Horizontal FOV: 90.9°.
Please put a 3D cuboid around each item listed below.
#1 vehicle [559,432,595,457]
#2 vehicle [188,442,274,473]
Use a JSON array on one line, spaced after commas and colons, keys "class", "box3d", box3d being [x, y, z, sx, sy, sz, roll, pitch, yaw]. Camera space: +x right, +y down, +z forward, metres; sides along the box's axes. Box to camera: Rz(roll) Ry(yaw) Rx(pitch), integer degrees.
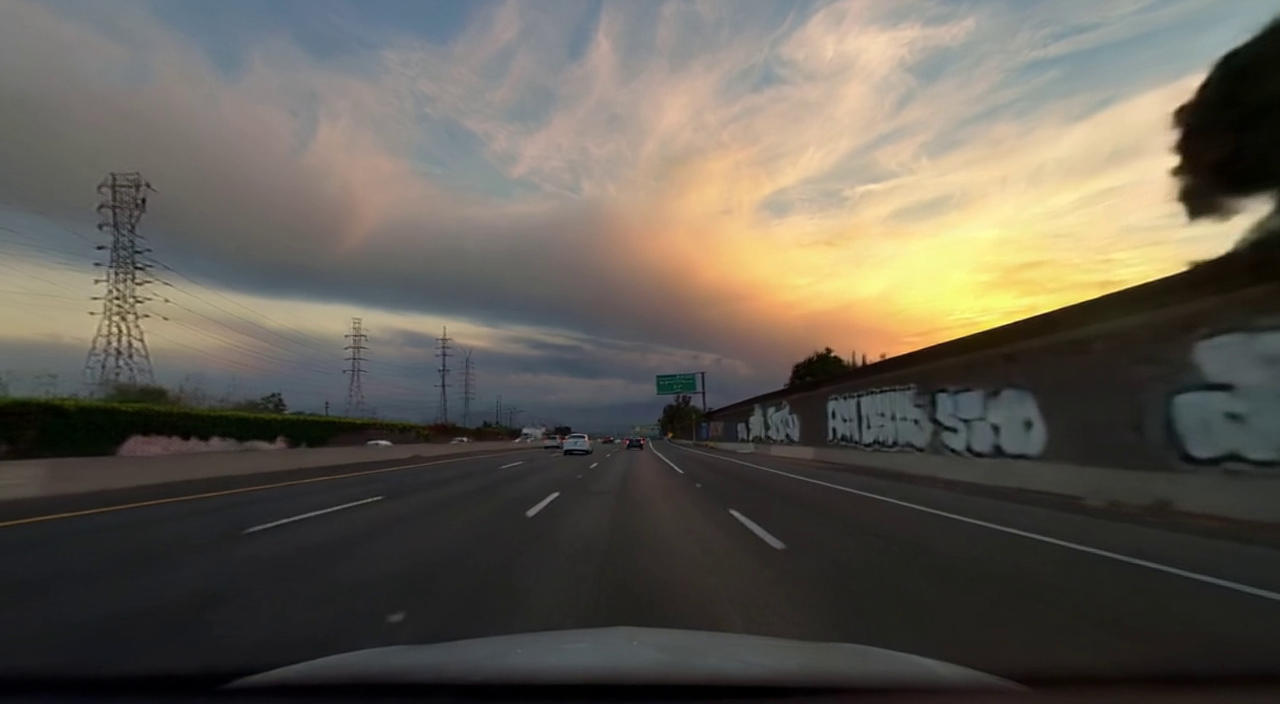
[{"class": "vehicle", "box3d": [-4.332, 6.470, 44.187, 2.118, 1.640, 4.031, 0, -8, 0]}, {"class": "vehicle", "box3d": [-20.576, 5.289, 31.895, 1.810, 1.412, 3.988, 1, -8, -2]}]
